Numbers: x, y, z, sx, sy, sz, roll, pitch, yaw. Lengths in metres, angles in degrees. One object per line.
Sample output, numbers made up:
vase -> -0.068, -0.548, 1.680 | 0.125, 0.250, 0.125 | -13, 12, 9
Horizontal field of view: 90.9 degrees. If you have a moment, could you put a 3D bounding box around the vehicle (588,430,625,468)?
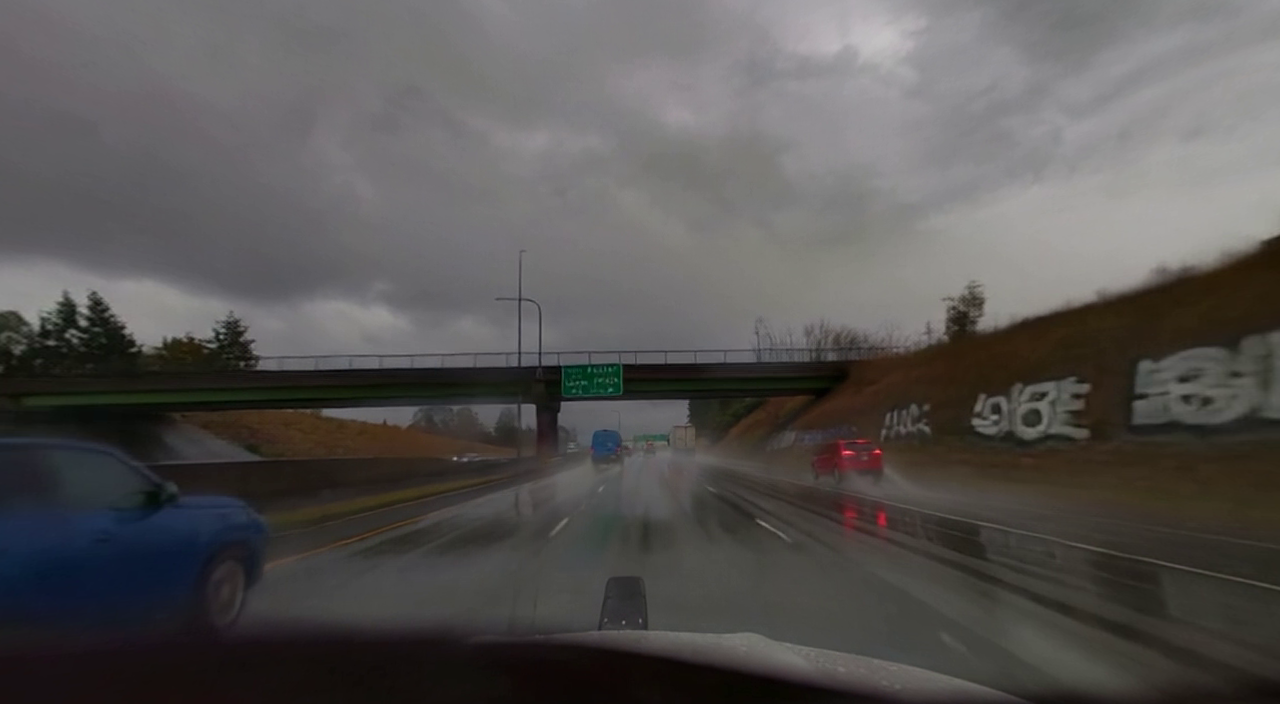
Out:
vehicle -> -2.378, 7.152, 46.420 | 2.451, 2.627, 5.868 | 0, -9, 0

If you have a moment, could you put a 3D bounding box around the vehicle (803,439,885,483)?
vehicle -> 8.360, 4.512, 26.212 | 1.936, 1.664, 4.198 | 0, -9, -1

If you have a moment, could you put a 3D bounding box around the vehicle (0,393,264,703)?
vehicle -> -3.166, 0.725, 1.115 | 2.029, 1.472, 4.721 | 0, -9, 1
